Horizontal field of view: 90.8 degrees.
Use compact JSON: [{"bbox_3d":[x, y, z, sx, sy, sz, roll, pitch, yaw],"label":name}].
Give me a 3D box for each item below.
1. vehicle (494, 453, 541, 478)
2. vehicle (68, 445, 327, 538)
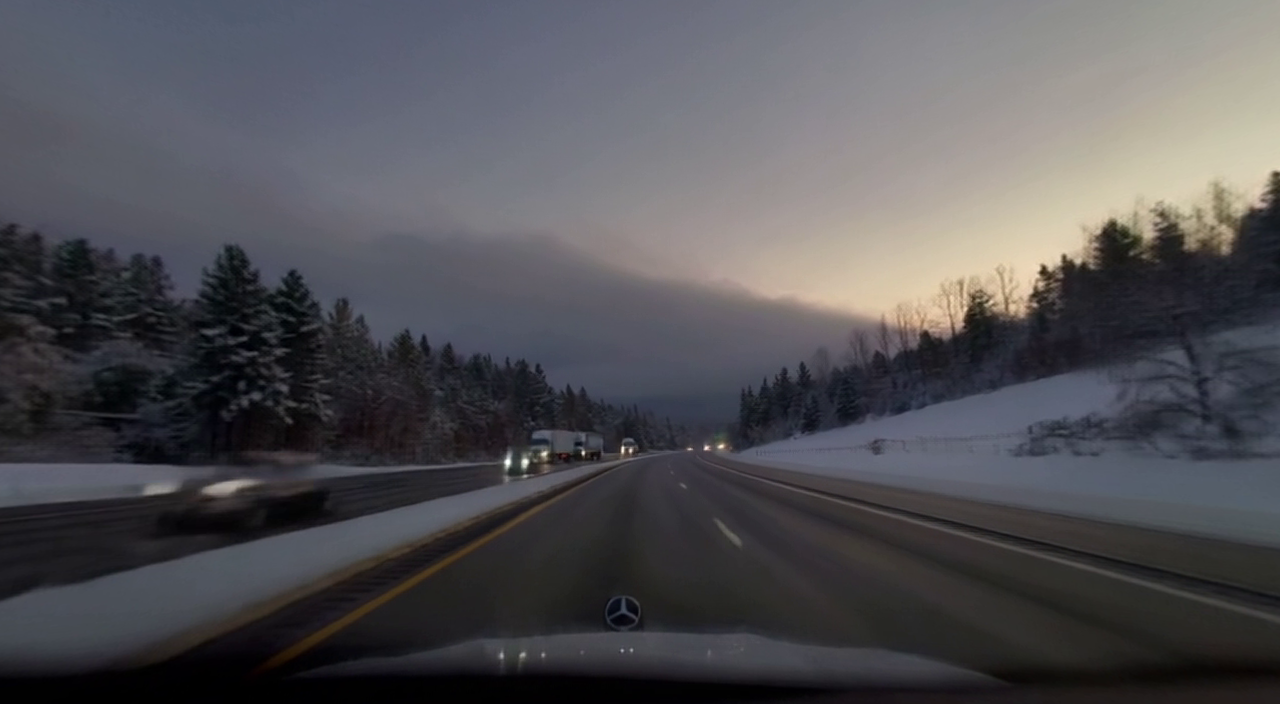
[{"bbox_3d":[-7.874,7.321,40.959,1.933,1.464,4.506,-1,-9,3],"label":"vehicle"},{"bbox_3d":[-9.007,2.841,13.562,2.069,1.606,4.753,0,-9,1],"label":"vehicle"}]
